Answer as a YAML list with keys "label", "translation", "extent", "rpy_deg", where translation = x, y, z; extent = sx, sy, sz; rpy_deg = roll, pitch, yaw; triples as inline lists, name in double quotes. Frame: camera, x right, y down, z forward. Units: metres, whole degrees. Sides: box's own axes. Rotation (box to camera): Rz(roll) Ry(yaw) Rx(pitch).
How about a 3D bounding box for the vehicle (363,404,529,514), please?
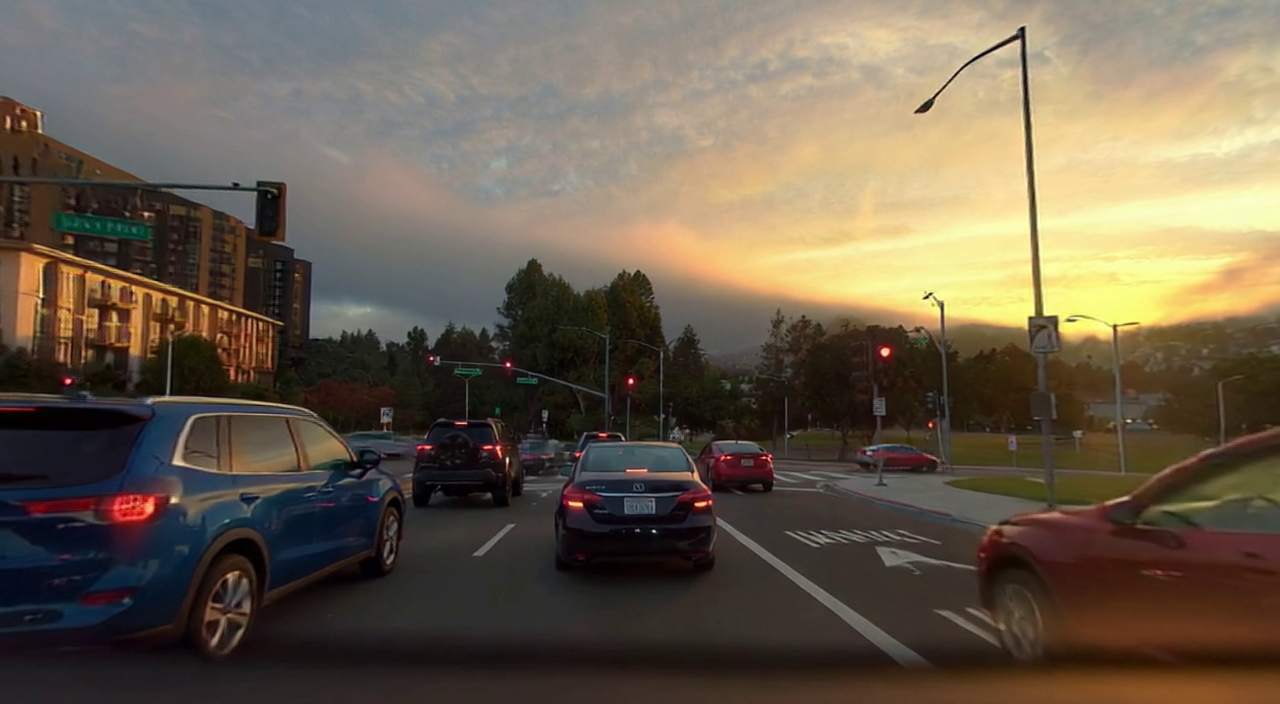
- label: "vehicle"
  translation: [-4.028, 2.359, 14.366]
  extent: [2.305, 1.984, 5.586]
  rpy_deg: [0, -8, -3]

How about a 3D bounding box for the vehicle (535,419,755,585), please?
- label: "vehicle"
  translation: [-0.079, 1.691, 8.035]
  extent: [2.001, 1.483, 4.442]
  rpy_deg: [0, -8, -3]

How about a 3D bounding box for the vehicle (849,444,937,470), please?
- label: "vehicle"
  translation: [15.394, 6.382, 38.521]
  extent: [4.609, 1.513, 1.861]
  rpy_deg: [1, -9, -8]

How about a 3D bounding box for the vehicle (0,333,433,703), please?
- label: "vehicle"
  translation: [-3.204, 1.096, 4.820]
  extent: [1.924, 1.737, 4.387]
  rpy_deg: [0, -8, -3]

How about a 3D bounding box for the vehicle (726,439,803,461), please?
- label: "vehicle"
  translation: [8.706, 6.857, 44.320]
  extent: [4.971, 1.482, 1.900]
  rpy_deg: [2, -9, -14]

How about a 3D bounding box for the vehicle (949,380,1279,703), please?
- label: "vehicle"
  translation: [3.290, 0.840, 2.029]
  extent: [2.100, 1.524, 4.746]
  rpy_deg: [0, -8, -1]
